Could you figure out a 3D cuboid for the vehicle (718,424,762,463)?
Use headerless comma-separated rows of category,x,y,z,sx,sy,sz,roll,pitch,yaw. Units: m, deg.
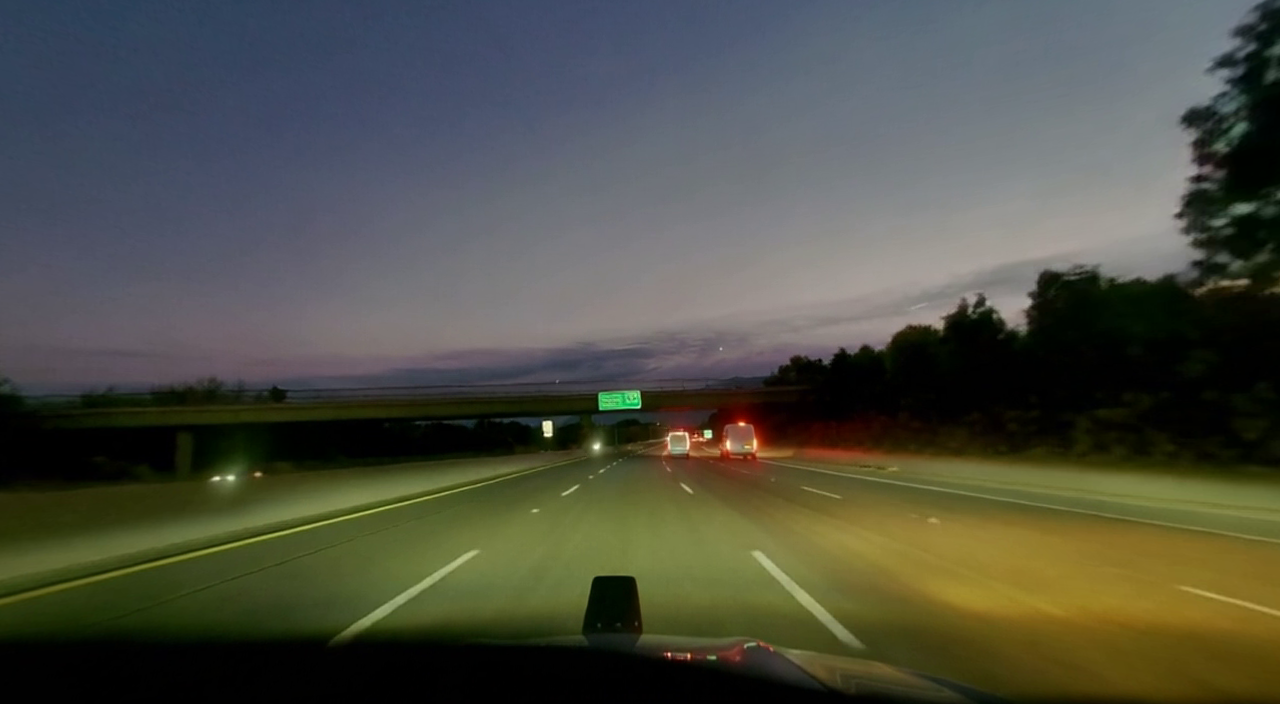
vehicle,7.754,7.196,49.511,2.379,2.819,6.294,0,-8,0
